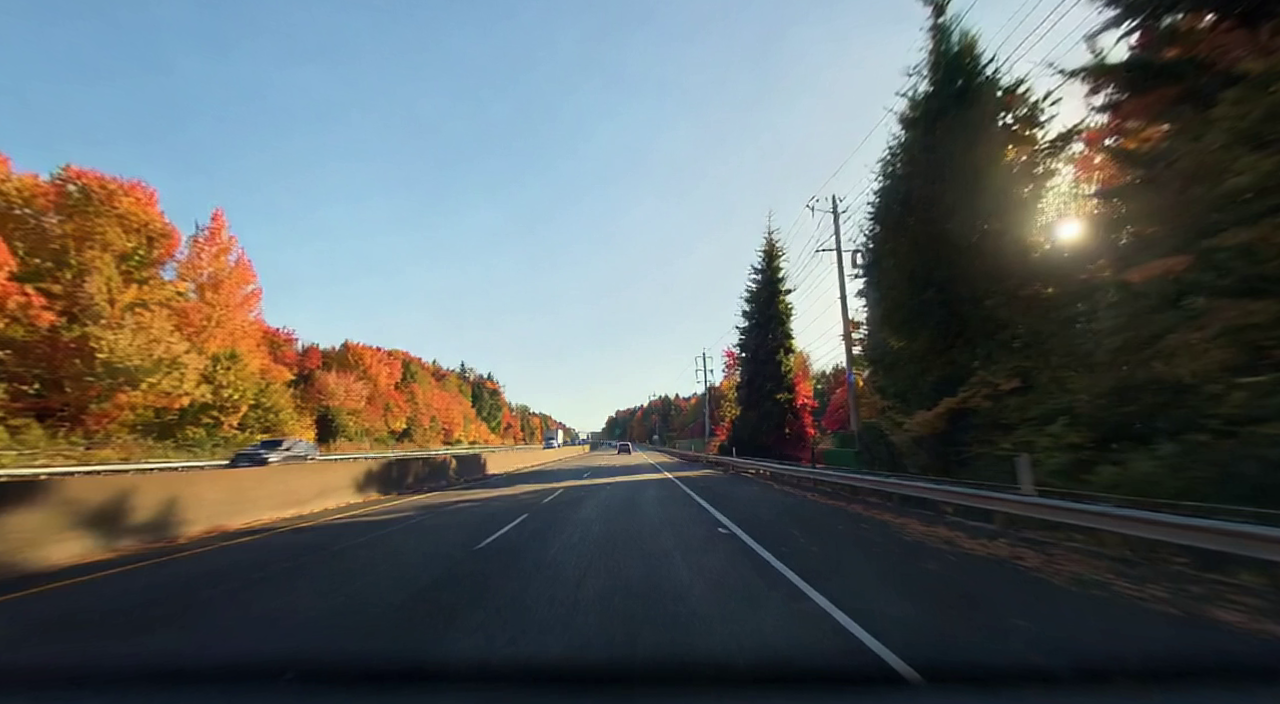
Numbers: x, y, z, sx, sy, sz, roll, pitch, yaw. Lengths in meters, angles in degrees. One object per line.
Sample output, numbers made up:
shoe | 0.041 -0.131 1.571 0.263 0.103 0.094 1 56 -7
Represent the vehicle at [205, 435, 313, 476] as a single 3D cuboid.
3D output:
vehicle | -15.569 4.236 25.896 1.884 1.532 4.114 0 -9 0
